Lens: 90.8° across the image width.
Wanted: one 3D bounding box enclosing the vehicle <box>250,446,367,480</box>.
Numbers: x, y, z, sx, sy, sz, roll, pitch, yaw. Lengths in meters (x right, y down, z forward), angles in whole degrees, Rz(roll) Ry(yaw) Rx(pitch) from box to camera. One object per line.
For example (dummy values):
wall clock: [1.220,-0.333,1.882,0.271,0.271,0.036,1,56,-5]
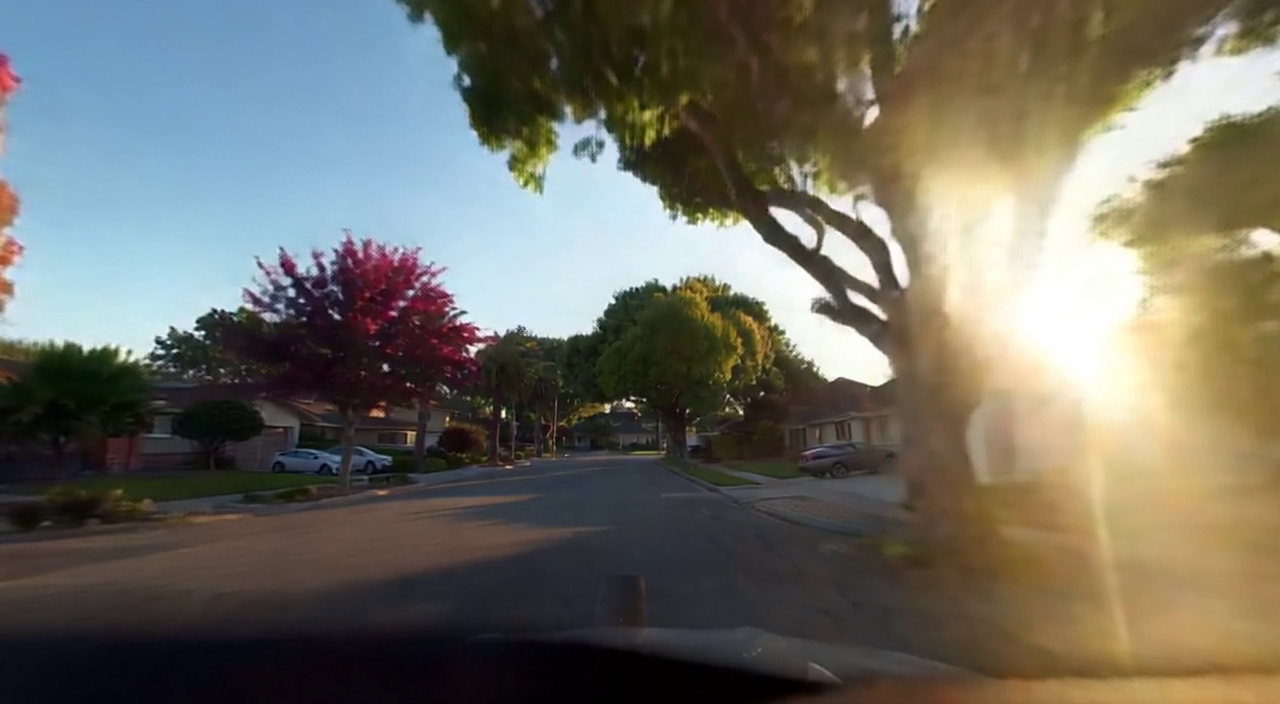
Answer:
vehicle: [-15.603,5.246,29.958,4.358,1.516,2.077,1,-9,-3]
